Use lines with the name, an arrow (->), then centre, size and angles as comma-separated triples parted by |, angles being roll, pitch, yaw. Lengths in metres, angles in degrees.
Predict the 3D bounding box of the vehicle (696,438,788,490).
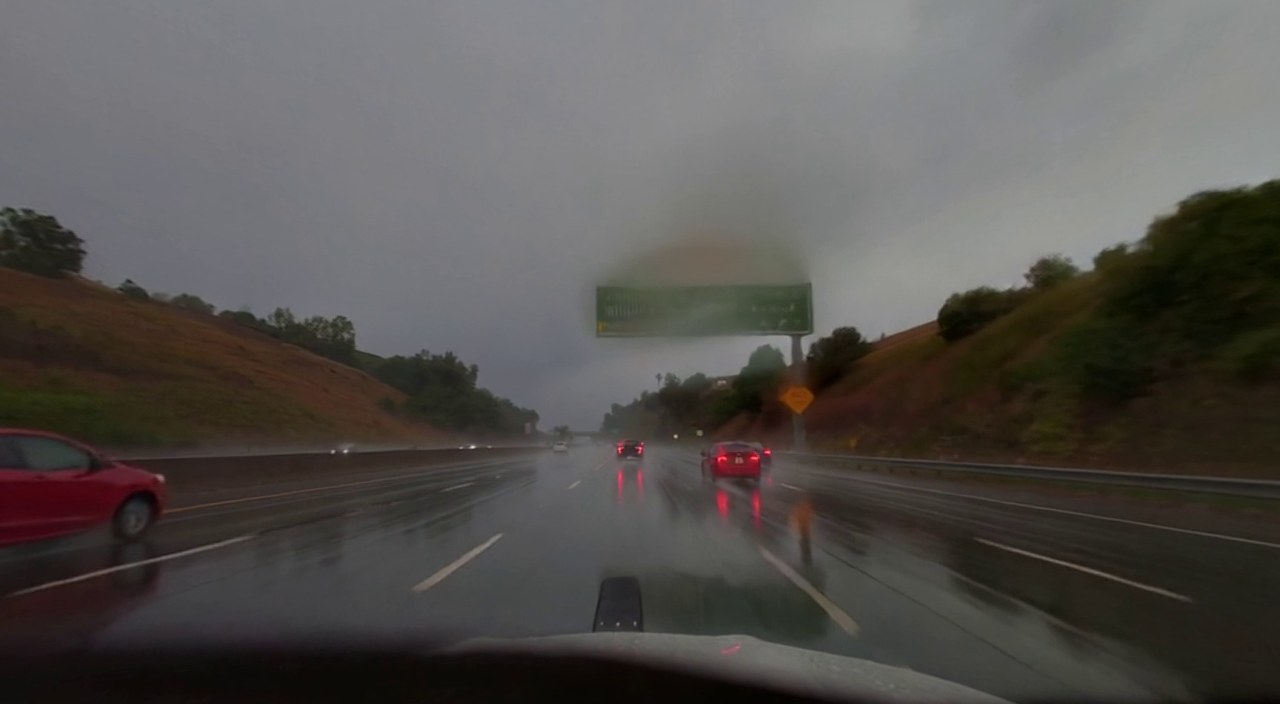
vehicle -> 3.199, 3.632, 20.874 | 2.120, 1.492, 4.734 | 0, -8, -1

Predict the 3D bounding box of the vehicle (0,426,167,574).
vehicle -> -7.558, 1.499, 6.312 | 1.922, 1.508, 4.816 | 0, -8, 0

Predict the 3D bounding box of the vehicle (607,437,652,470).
vehicle -> -0.554, 5.503, 34.517 | 2.277, 1.675, 4.023 | 0, -8, 0
